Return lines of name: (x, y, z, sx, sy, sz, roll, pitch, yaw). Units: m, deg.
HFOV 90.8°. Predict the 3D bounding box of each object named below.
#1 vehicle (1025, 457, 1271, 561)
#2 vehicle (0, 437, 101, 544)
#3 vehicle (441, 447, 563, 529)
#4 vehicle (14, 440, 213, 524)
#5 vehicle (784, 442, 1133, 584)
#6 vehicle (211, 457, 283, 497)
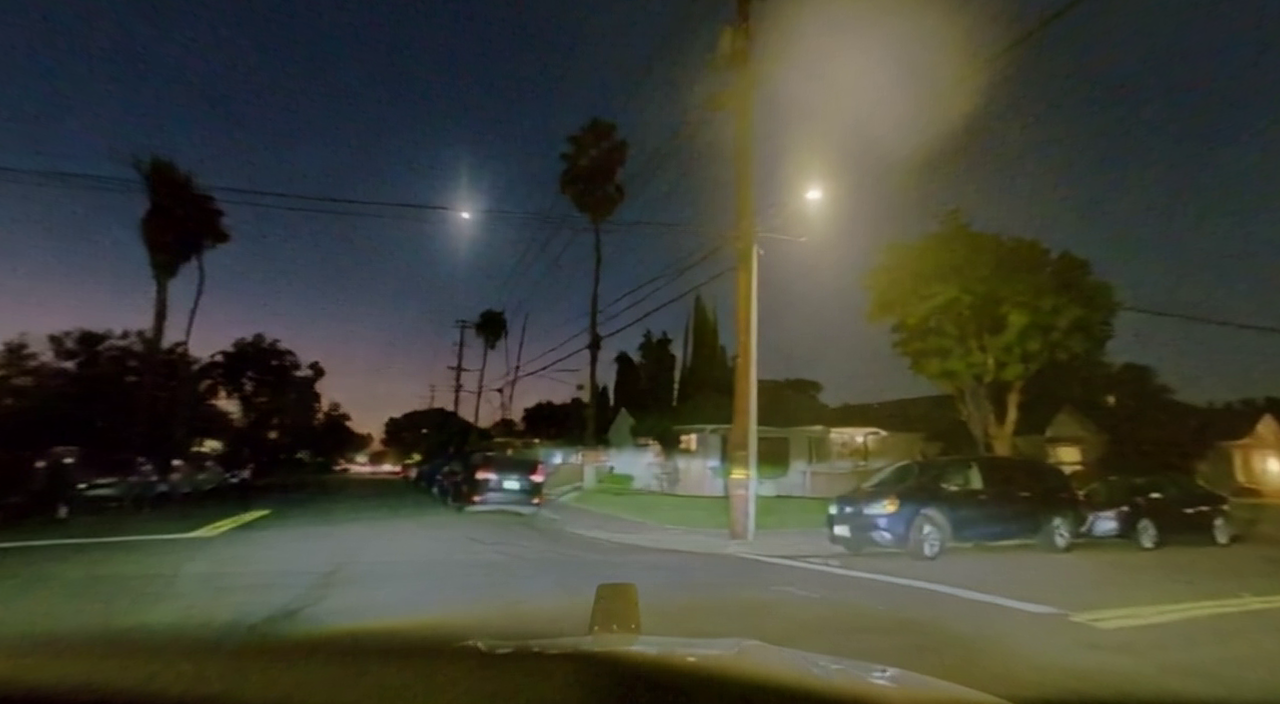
vehicle: (11.148, 3.310, 13.936, 4.436, 1.756, 2.150, 2, -8, -21)
vehicle: (-12.106, 2.441, 11.481, 2.198, 1.724, 4.493, 4, -10, -24)
vehicle: (-4.128, 3.673, 17.985, 2.505, 1.895, 5.805, 3, -9, -20)
vehicle: (-14.482, 3.535, 18.009, 2.301, 1.939, 6.143, 3, -9, -20)
vehicle: (5.958, 2.768, 11.834, 5.971, 1.967, 2.385, 2, -9, -23)
vehicle: (-20.424, 6.456, 33.087, 2.178, 1.865, 4.658, 3, -9, -20)
